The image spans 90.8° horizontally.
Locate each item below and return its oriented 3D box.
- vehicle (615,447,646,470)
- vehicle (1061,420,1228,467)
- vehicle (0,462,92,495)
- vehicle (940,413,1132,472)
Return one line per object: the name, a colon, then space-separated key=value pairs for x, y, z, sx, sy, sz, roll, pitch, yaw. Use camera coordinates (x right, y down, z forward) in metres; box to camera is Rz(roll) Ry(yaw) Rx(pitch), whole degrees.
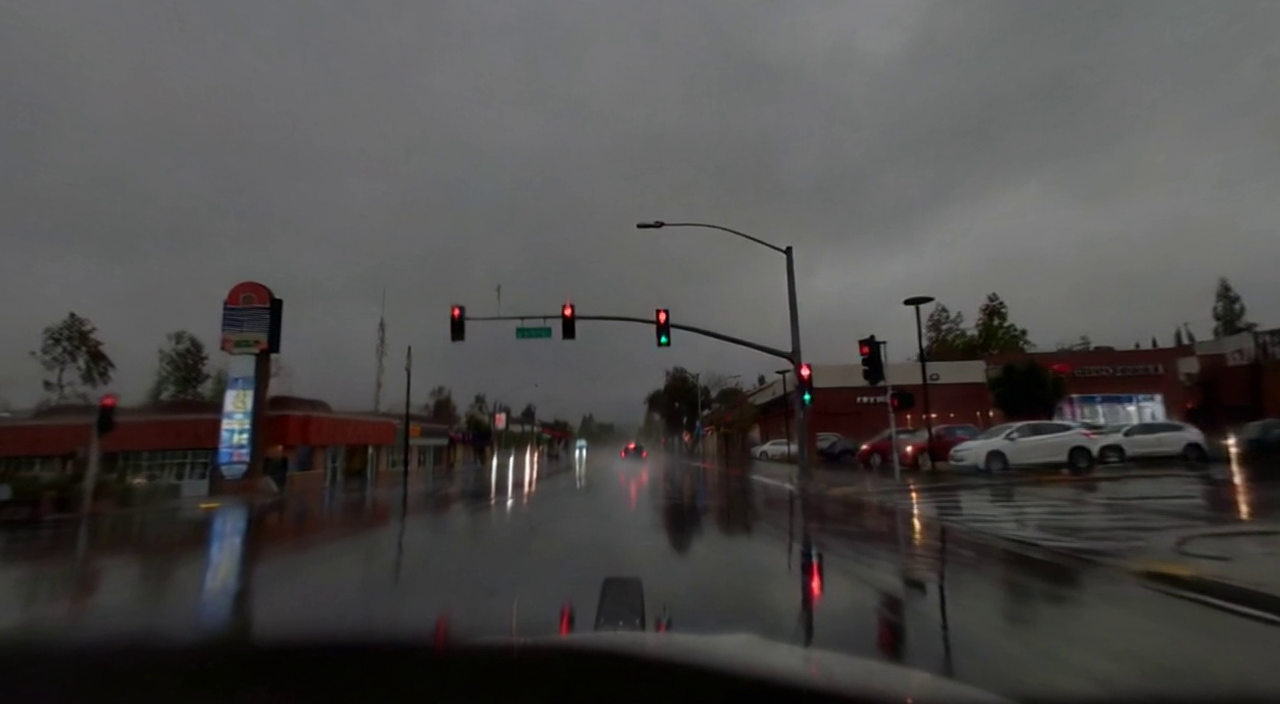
vehicle: x=-0.637 y=7.037 z=41.903 sx=1.977 sy=1.451 sz=4.032 roll=0 pitch=-9 yaw=-1
vehicle: x=18.632 y=3.414 z=23.507 sx=4.586 sy=1.623 sz=1.861 roll=0 pitch=-9 yaw=-1
vehicle: x=-40.070 y=8.352 z=42.089 sx=2.004 sy=1.945 sz=5.069 roll=-2 pitch=-9 yaw=11
vehicle: x=12.882 y=2.981 z=20.823 sx=4.852 sy=1.805 sz=2.155 roll=0 pitch=-9 yaw=-2
